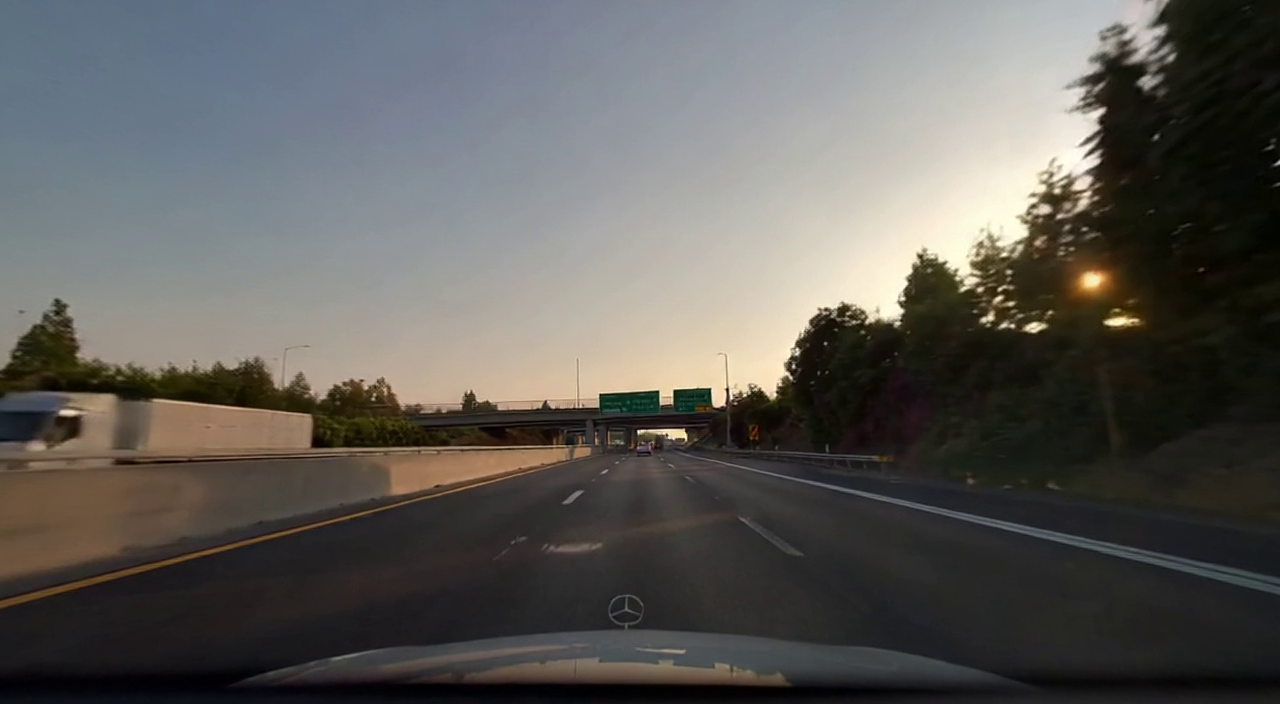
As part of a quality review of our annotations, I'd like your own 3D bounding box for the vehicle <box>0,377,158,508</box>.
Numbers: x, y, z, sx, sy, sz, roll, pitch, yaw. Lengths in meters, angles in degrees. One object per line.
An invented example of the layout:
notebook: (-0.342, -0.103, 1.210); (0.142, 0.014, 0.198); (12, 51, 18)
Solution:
vehicle: (-20.531, 3.108, 21.500); (2.951, 3.866, 6.101); (0, -8, 0)
